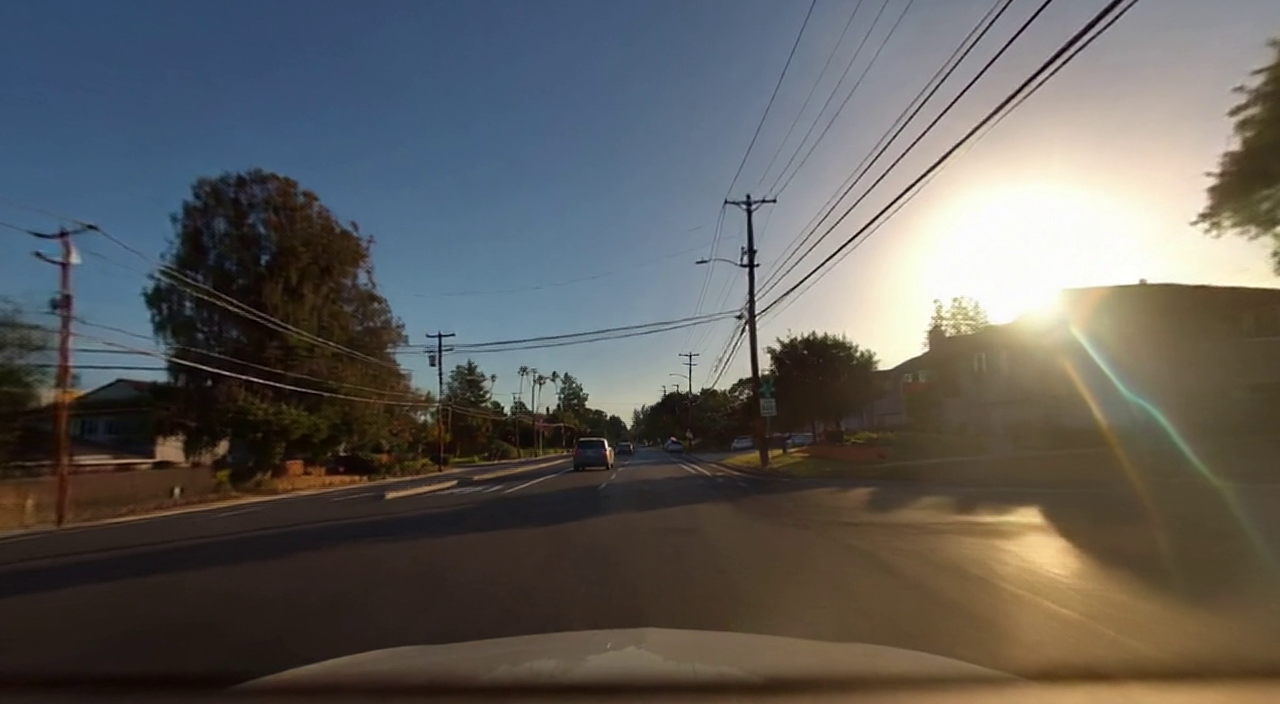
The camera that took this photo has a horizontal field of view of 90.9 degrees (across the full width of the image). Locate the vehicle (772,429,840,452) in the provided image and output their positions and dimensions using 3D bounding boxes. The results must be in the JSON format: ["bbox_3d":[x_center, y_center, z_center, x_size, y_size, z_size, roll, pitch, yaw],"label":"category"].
[{"bbox_3d":[12.016,6.446,45.739,2.212,1.404,4.283,2,-10,-33],"label":"vehicle"}]

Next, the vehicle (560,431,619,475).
[{"bbox_3d":[-2.308,4.794,30.175,2.327,1.861,4.941,-1,-8,1],"label":"vehicle"}]
